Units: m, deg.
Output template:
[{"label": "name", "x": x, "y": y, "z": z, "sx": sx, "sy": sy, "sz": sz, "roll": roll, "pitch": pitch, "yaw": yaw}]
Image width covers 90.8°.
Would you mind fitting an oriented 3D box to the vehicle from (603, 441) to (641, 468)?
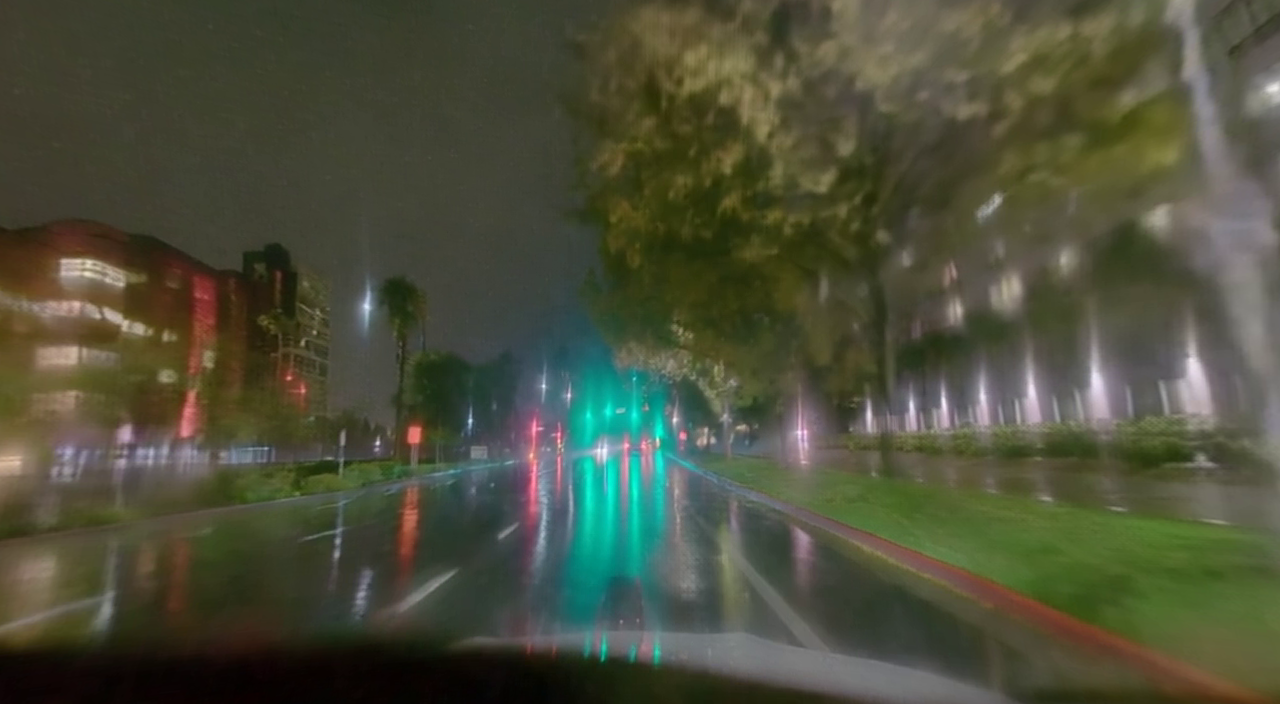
[{"label": "vehicle", "x": -1.118, "y": 6.101, "z": 37.856, "sx": 2.131, "sy": 1.474, "sz": 4.146, "roll": 0, "pitch": -8, "yaw": -3}]
